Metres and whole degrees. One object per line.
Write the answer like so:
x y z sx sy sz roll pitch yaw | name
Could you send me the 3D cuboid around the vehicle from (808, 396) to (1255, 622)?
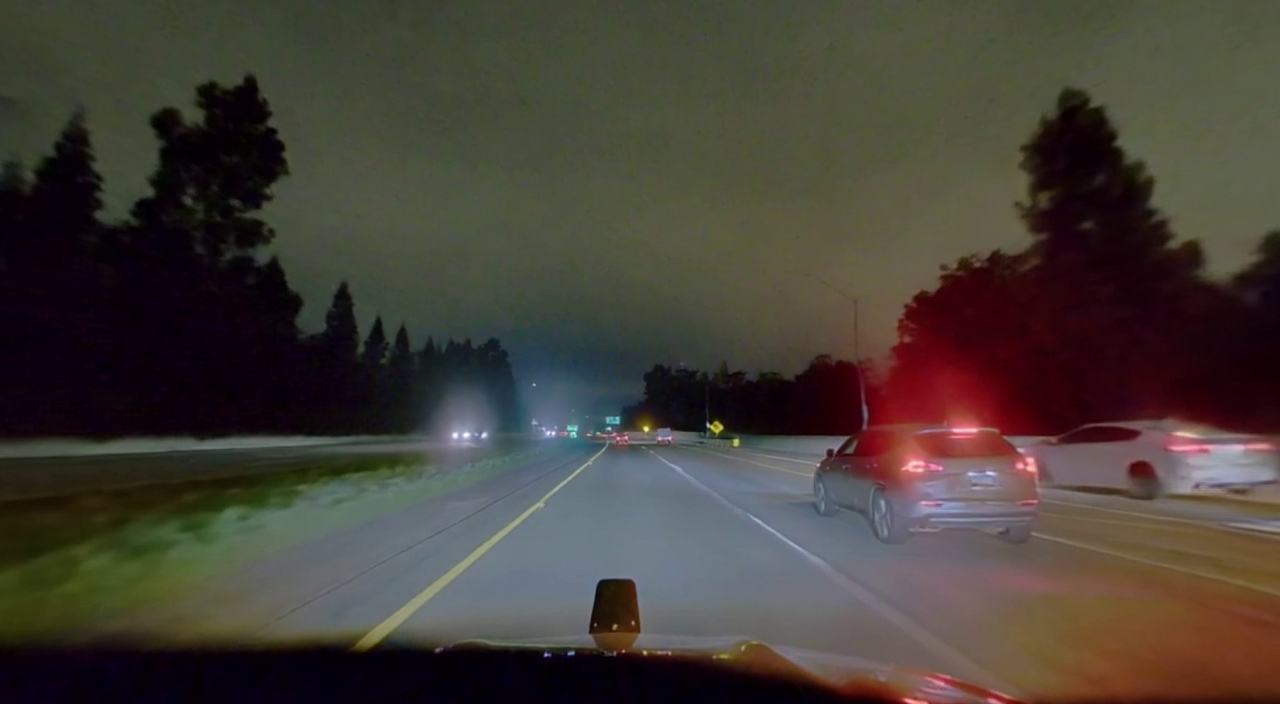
3.274 1.354 6.404 2.002 1.569 3.845 0 -8 -1 | vehicle
